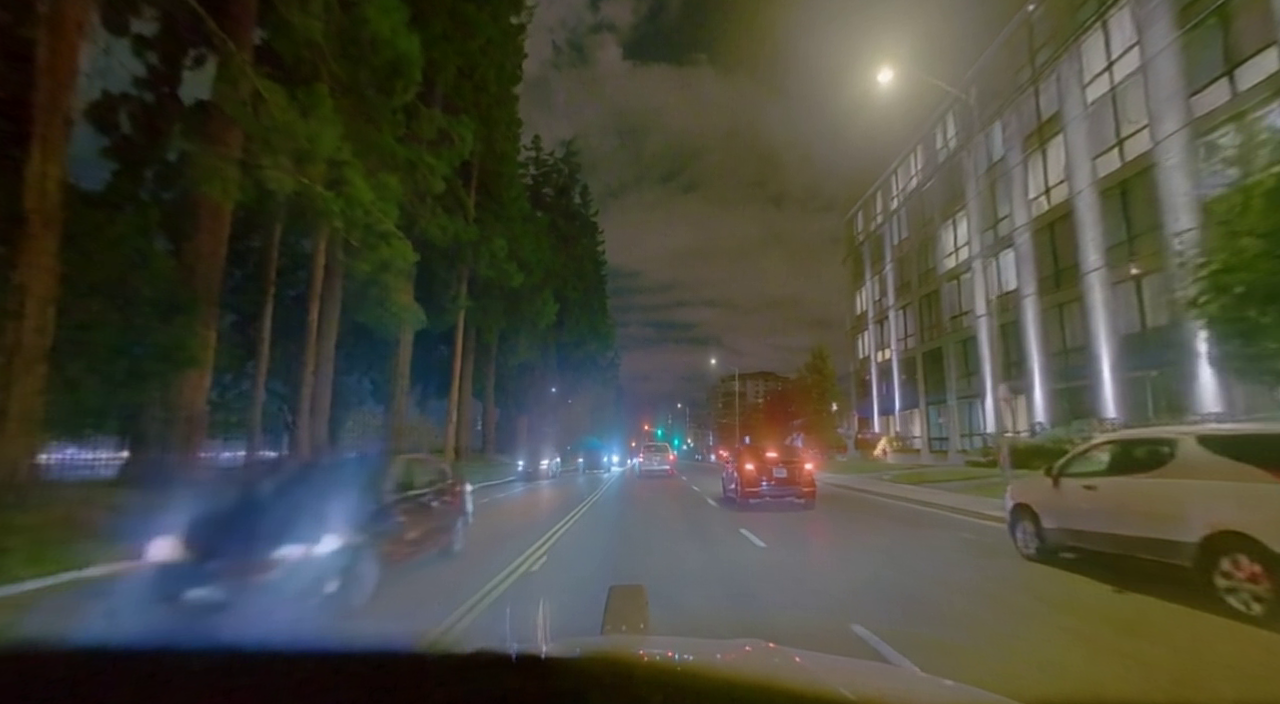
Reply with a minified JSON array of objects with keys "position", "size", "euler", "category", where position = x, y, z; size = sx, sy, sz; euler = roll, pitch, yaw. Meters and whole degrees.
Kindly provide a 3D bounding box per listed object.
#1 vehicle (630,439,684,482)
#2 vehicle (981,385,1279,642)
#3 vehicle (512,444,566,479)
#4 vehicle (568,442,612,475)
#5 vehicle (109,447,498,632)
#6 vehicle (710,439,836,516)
[{"position":[0.693,4.596,26.961],"size":[2.105,1.653,3.887],"euler":[0,-9,0],"category":"vehicle"},{"position":[5.592,1.373,6.011],"size":[2.059,1.813,4.637],"euler":[0,-9,0],"category":"vehicle"},{"position":[-5.466,5.983,34.820],"size":[2.132,1.769,4.760],"euler":[0,-9,1],"category":"vehicle"},{"position":[-2.743,5.972,35.590],"size":[2.065,1.708,4.311],"euler":[0,-9,1],"category":"vehicle"},{"position":[-3.117,1.788,7.079],"size":[1.997,1.415,4.195],"euler":[0,-9,1],"category":"vehicle"},{"position":[2.927,2.846,14.857],"size":[1.991,1.536,4.116],"euler":[0,-9,-1],"category":"vehicle"}]
